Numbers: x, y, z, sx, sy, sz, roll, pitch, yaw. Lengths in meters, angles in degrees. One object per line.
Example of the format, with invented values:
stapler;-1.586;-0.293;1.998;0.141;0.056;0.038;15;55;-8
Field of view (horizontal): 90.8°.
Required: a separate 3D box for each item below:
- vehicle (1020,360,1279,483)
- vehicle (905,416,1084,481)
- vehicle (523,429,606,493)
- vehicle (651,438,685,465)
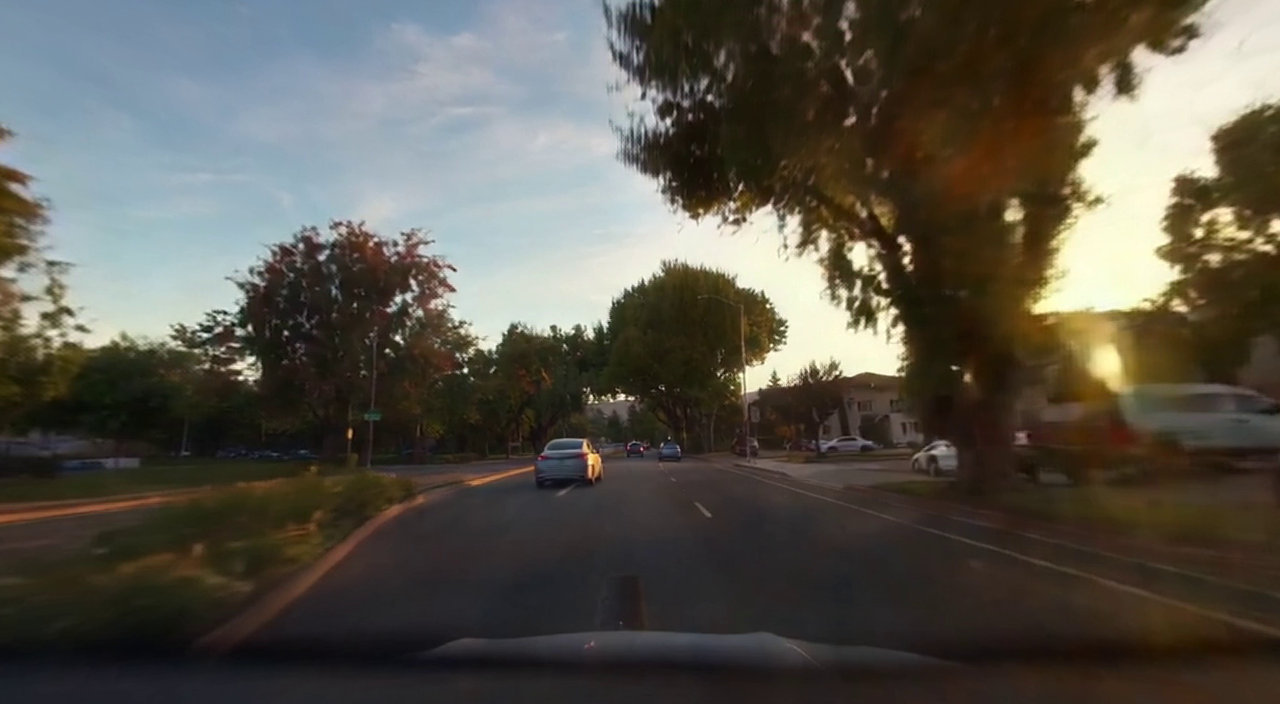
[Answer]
vehicle;11.745;1.476;12.948;2.483;2.209;6.171;8;-11;-43
vehicle;11.336;3.104;20.447;4.560;1.842;2.048;-8;-12;43
vehicle;-2.253;3.329;19.654;2.205;1.706;4.904;1;-8;-5
vehicle;1.767;6.510;41.469;2.003;1.614;4.072;0;-8;0
